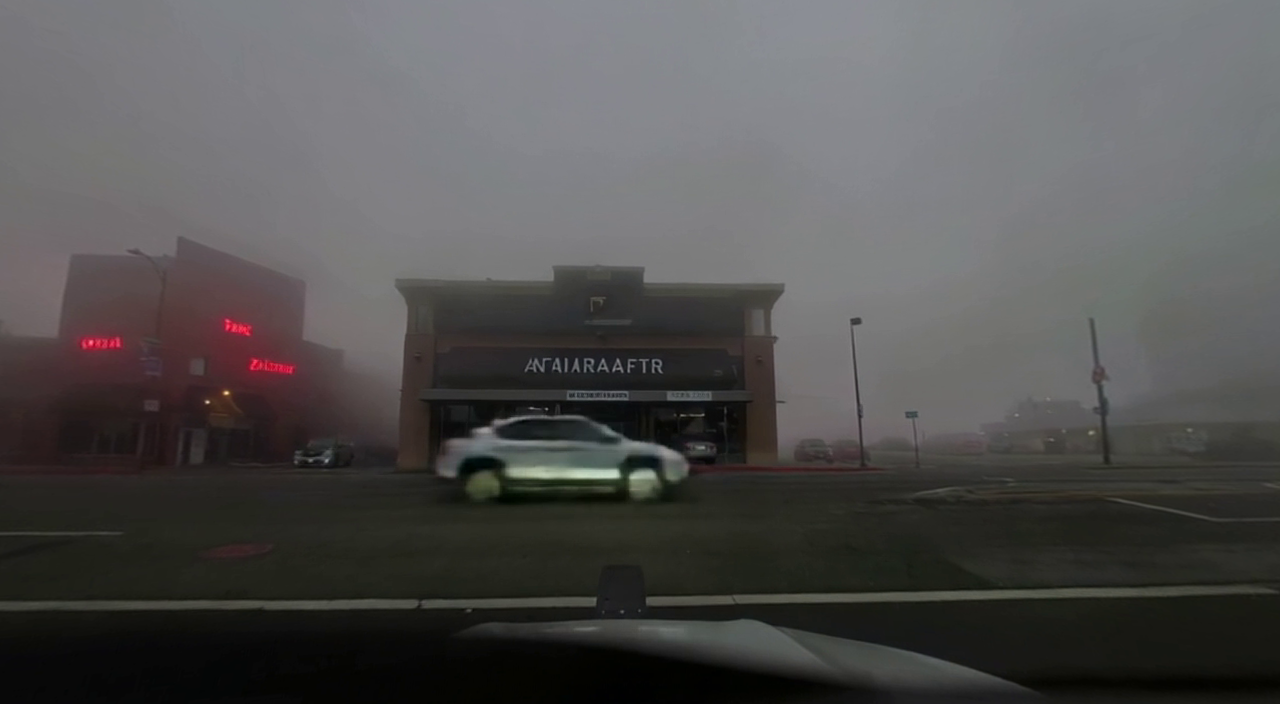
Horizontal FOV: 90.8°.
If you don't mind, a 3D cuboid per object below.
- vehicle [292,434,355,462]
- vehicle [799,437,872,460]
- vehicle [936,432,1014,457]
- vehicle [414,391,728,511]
[{"bbox_3d":[-20.218,6.116,40.319,4.596,1.680,1.936,-8,-11,41],"label":"vehicle"},{"bbox_3d":[12.788,6.355,41.645,1.791,1.453,4.593,5,-10,-29],"label":"vehicle"},{"bbox_3d":[25.468,7.068,48.107,4.838,1.799,1.914,-7,-11,38],"label":"vehicle"},{"bbox_3d":[-1.089,1.634,10.709,4.735,1.779,2.051,1,-7,-5],"label":"vehicle"}]
